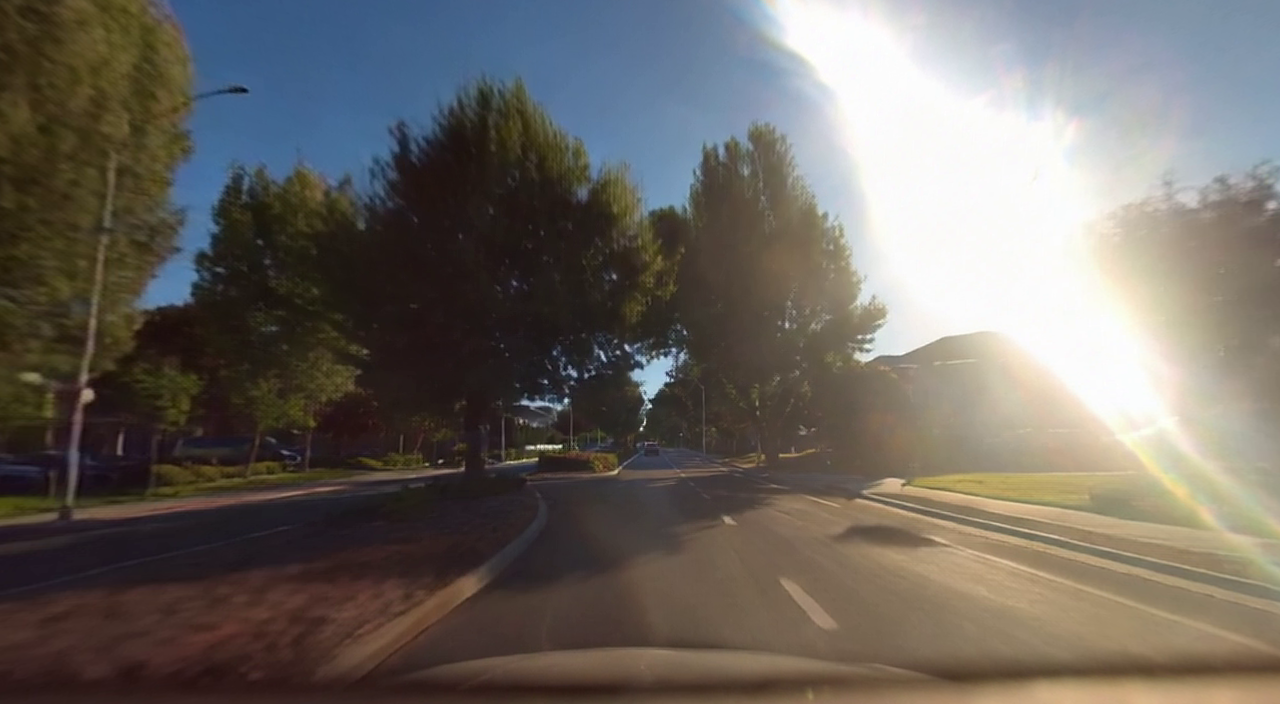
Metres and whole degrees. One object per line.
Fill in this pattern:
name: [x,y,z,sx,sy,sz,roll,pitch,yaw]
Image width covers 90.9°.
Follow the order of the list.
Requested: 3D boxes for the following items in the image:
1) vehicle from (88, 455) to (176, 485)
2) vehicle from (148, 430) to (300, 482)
vehicle: [-35.821,8.308,44.663,2.010,1.821,4.924,0,-8,1]
vehicle: [-22.928,5.764,35.033,6.364,2.595,2.828,0,-9,-3]
